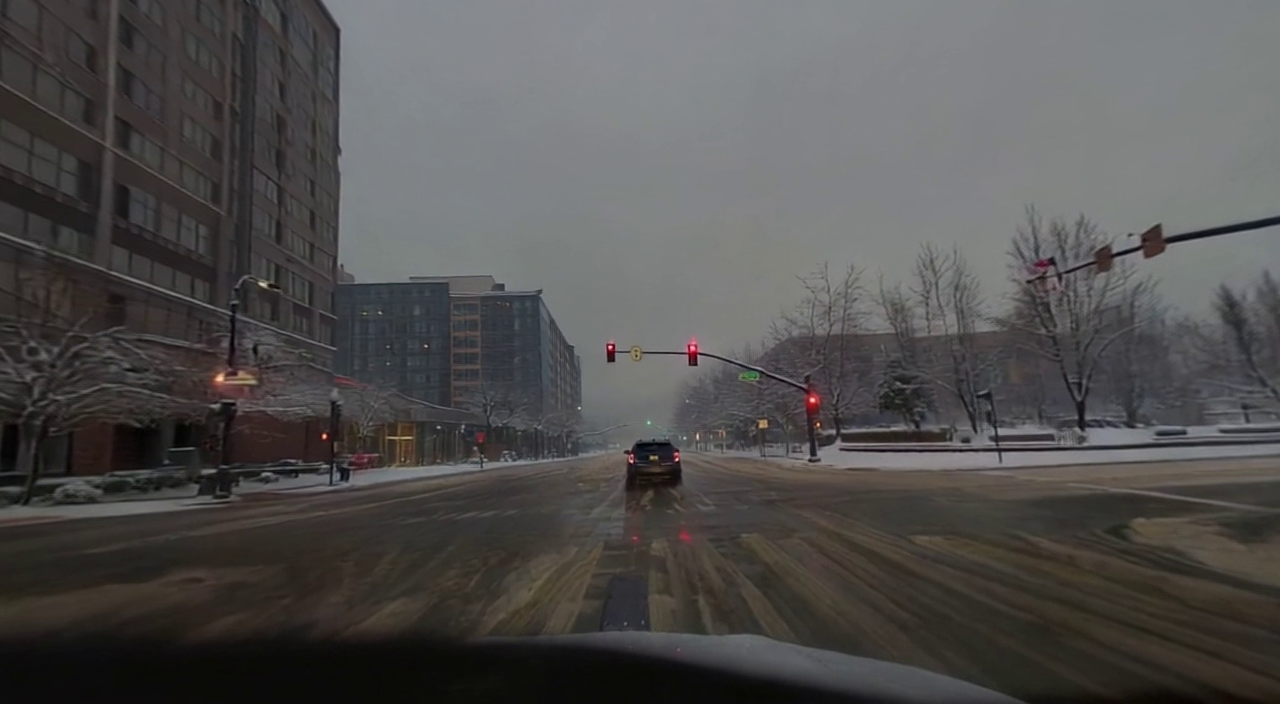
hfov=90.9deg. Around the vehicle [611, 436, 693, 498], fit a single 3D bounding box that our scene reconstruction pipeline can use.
[{"bbox_3d":[0.264,3.387,18.951,2.184,1.640,4.086,0,-8,-2],"label":"vehicle"}]
